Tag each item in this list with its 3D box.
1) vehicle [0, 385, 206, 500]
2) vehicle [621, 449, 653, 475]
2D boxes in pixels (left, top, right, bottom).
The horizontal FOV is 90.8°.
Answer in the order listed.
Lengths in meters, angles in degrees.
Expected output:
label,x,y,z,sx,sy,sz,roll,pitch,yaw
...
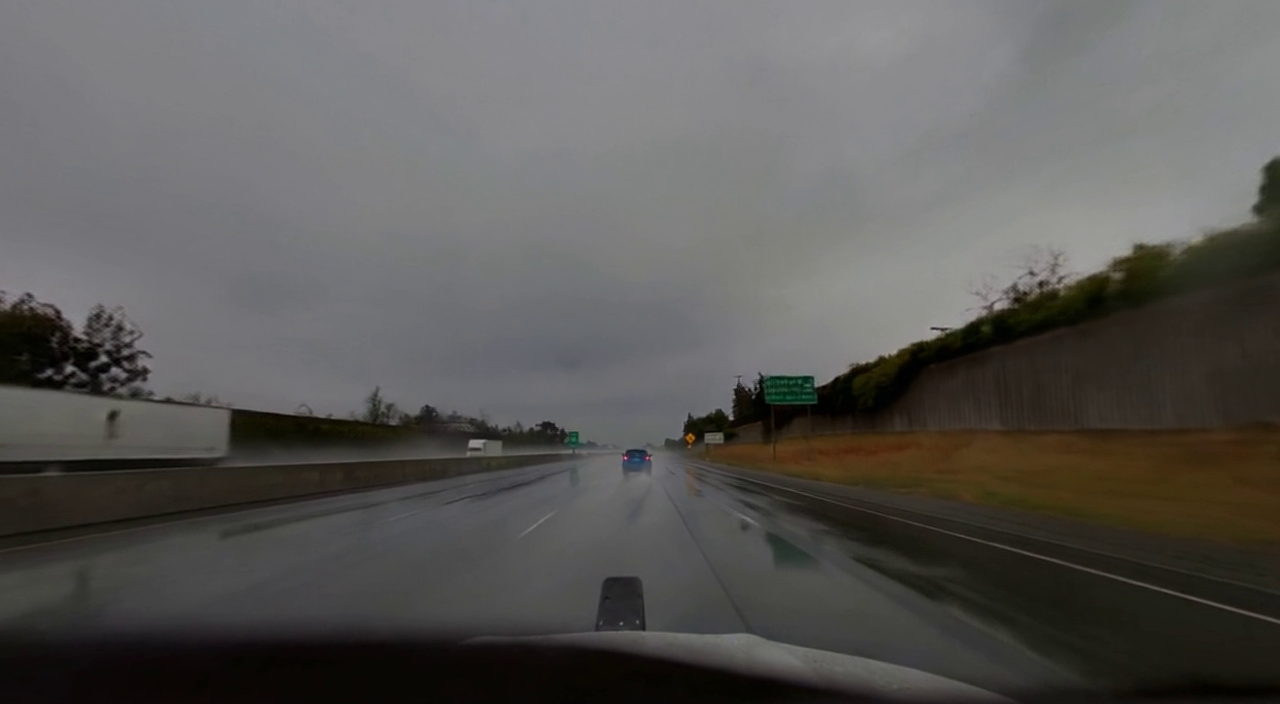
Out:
label,x,y,z,sx,sy,sz,roll,pitch,yaw
vehicle,-23.156,3.446,23.814,2.903,3.856,14.989,0,-9,0
vehicle,-0.160,6.765,38.938,1.908,1.515,3.871,0,-9,0
